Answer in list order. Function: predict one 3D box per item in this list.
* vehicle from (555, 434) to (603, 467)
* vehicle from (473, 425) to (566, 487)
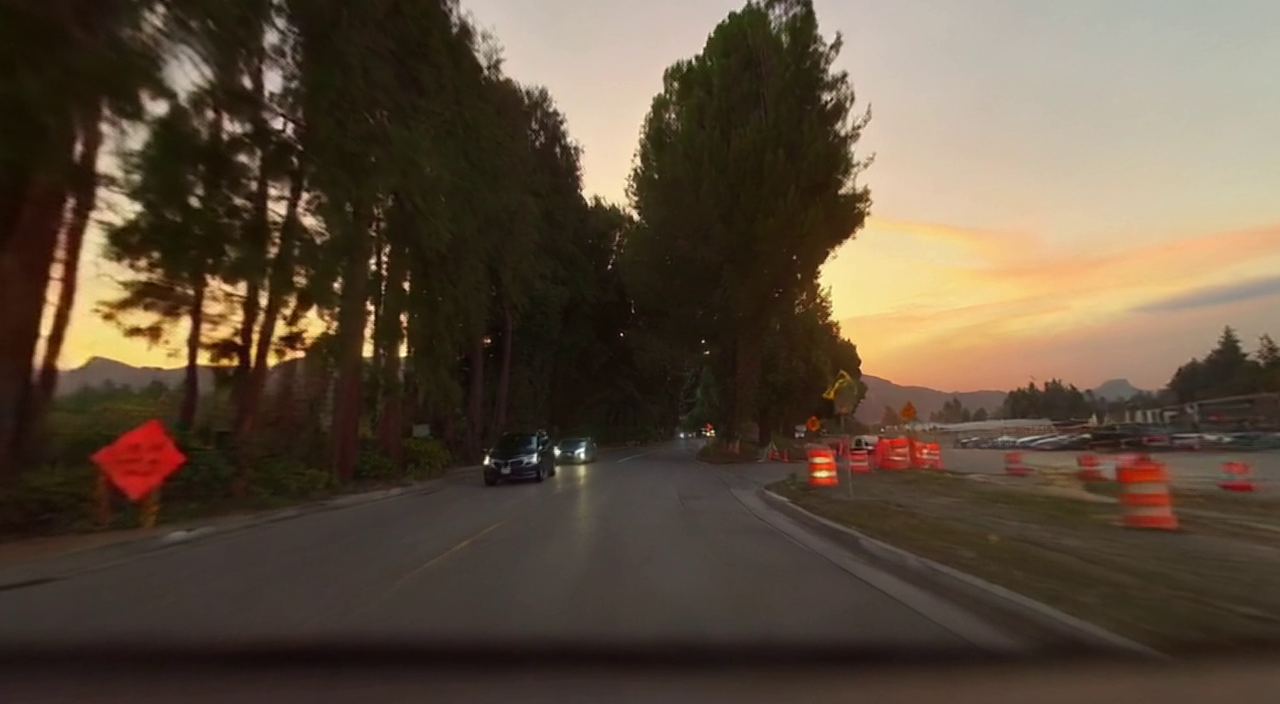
[{"bbox_3d":[-3.563,5.858,37.759,2.033,1.765,4.698,-2,-8,4],"label":"vehicle"},{"bbox_3d":[-4.115,3.656,22.542,2.119,1.935,4.881,-1,-8,3],"label":"vehicle"}]
